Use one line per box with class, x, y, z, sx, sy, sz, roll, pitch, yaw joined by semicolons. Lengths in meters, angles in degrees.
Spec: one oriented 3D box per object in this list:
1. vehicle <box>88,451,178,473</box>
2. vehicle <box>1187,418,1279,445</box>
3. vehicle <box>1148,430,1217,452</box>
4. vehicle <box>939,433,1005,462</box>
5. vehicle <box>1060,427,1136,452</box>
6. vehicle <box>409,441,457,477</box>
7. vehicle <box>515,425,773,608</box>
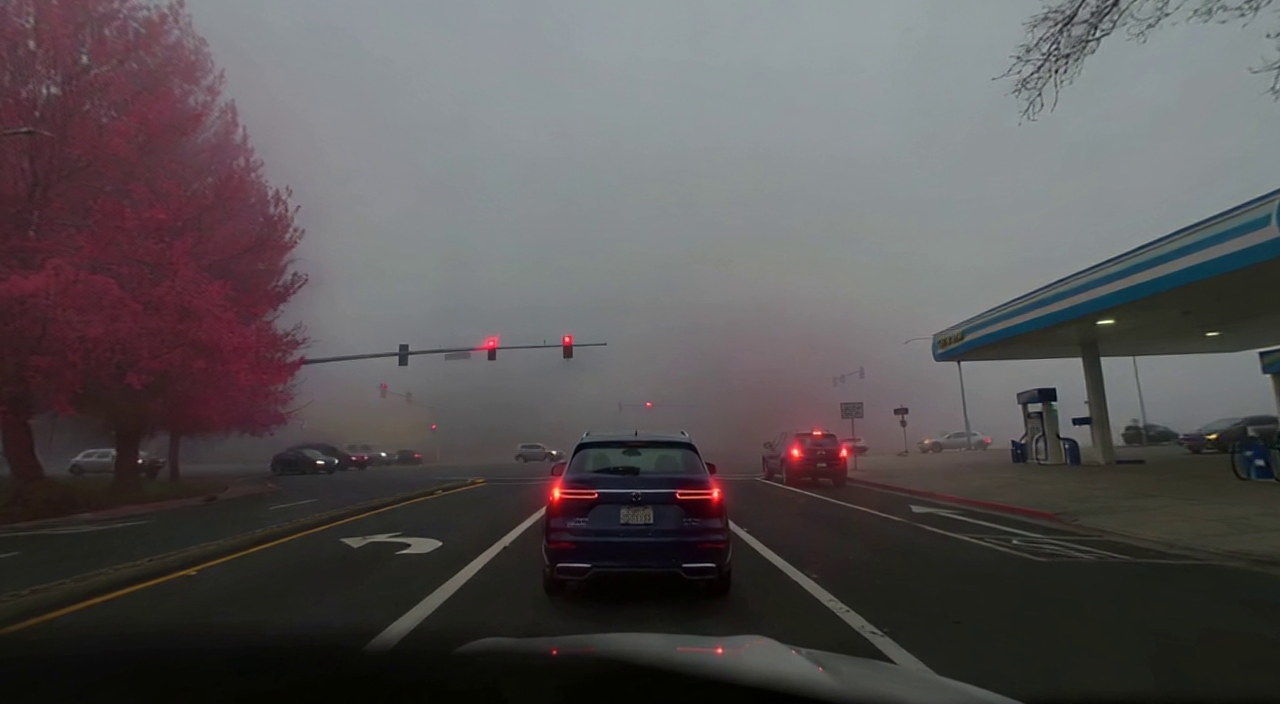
vehicle;-36.918;7.972;46.030;1.889;1.455;4.813;-2;-9;15
vehicle;36.318;4.895;38.483;1.848;1.581;4.475;0;-8;2
vehicle;40.948;6.737;47.649;3.573;1.432;1.604;-3;-8;3
vehicle;18.385;5.275;34.838;2.053;1.495;4.091;-8;-12;43
vehicle;34.748;6.610;47.856;4.294;1.557;1.744;-4;-7;1
vehicle;-11.461;5.930;35.244;2.019;1.867;4.660;2;-8;-12
vehicle;0.010;1.652;7.275;2.112;1.482;4.057;0;-8;-1
